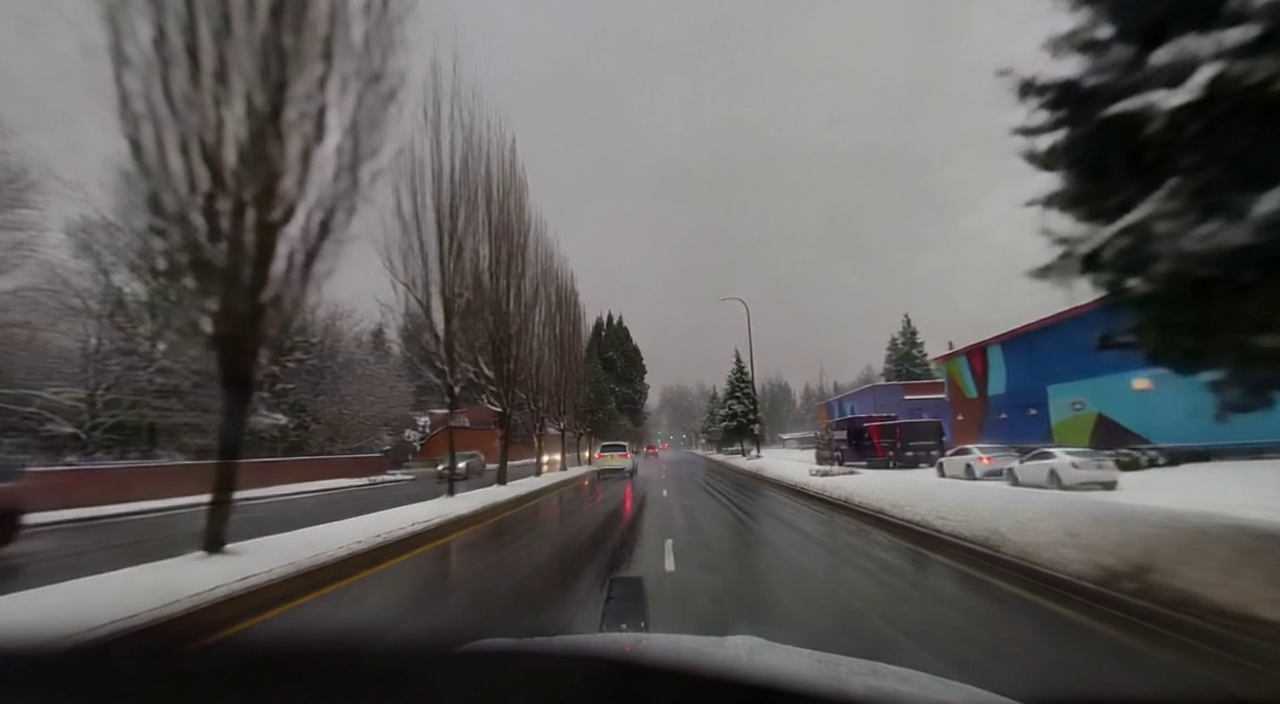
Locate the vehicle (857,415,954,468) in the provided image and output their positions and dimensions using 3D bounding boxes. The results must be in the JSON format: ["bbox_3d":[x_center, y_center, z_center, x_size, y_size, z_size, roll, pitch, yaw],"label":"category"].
[{"bbox_3d":[13.565,4.661,32.892,2.507,2.441,6.959,-1,-8,5],"label":"vehicle"}]

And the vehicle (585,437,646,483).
[{"bbox_3d":[-0.892,4.387,25.884,2.129,1.713,4.314,0,-8,3],"label":"vehicle"}]

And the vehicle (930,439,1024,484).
[{"bbox_3d":[13.482,4.364,25.485,1.686,1.467,3.955,-5,-7,3],"label":"vehicle"}]

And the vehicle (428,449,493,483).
[{"bbox_3d":[-10.015,6.371,35.610,1.997,1.775,4.585,-1,-8,4],"label":"vehicle"}]

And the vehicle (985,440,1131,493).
[{"bbox_3d":[13.054,3.582,20.076,1.852,1.457,4.351,0,-8,3],"label":"vehicle"}]

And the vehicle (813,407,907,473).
[{"bbox_3d":[14.353,5.907,42.302,2.794,3.710,10.785,-3,-8,3],"label":"vehicle"}]
